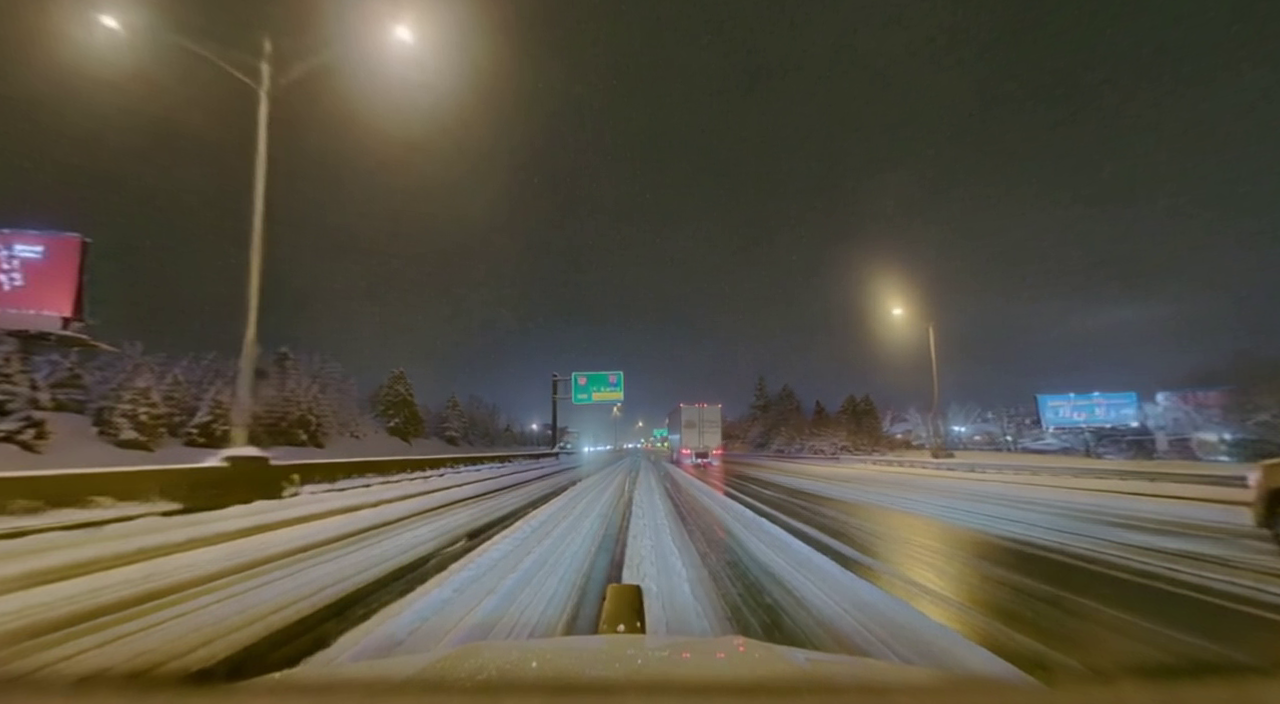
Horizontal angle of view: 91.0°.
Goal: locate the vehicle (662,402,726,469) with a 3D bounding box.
[{"bbox_3d":[3.724,6.552,48.212,3.247,4.224,15.996,0,-9,-1],"label":"vehicle"}]
